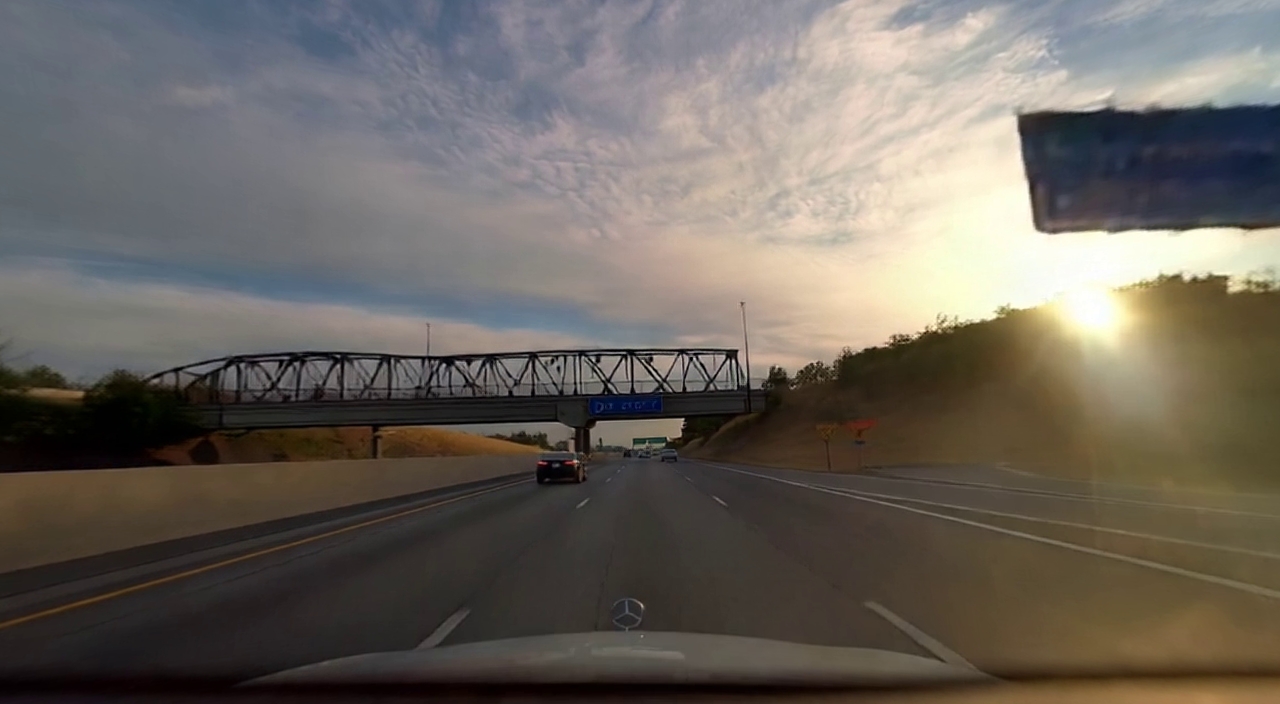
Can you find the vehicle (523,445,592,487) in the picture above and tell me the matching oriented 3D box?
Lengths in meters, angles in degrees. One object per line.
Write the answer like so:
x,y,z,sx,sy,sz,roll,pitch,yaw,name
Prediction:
-3.223,4.558,25.573,2.180,1.537,4.459,0,-9,0,vehicle
